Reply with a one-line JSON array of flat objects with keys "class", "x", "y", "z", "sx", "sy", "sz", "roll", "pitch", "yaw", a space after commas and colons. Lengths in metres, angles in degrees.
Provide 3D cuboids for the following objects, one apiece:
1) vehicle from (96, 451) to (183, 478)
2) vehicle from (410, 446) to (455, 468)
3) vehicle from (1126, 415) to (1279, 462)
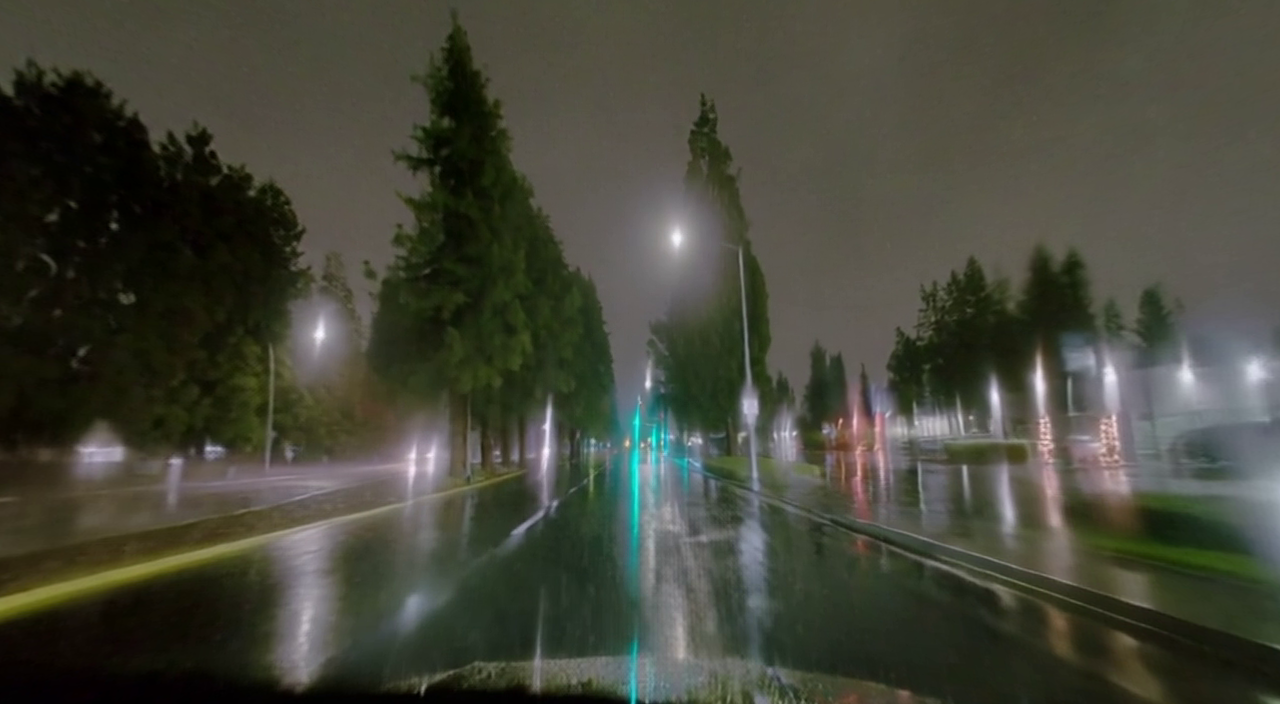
[{"class": "vehicle", "x": -34.491, "y": 7.733, "z": 43.455, "sx": 4.423, "sy": 1.705, "sz": 1.772, "roll": -1, "pitch": -9, "yaw": -1}, {"class": "vehicle", "x": -15.603, "y": 7.908, "z": 47.602, "sx": 1.862, "sy": 1.507, "sz": 4.424, "roll": 0, "pitch": -9, "yaw": 0}, {"class": "vehicle", "x": 24.450, "y": 3.792, "z": 27.401, "sx": 4.814, "sy": 1.804, "sz": 1.980, "roll": -1, "pitch": -10, "yaw": -2}]
